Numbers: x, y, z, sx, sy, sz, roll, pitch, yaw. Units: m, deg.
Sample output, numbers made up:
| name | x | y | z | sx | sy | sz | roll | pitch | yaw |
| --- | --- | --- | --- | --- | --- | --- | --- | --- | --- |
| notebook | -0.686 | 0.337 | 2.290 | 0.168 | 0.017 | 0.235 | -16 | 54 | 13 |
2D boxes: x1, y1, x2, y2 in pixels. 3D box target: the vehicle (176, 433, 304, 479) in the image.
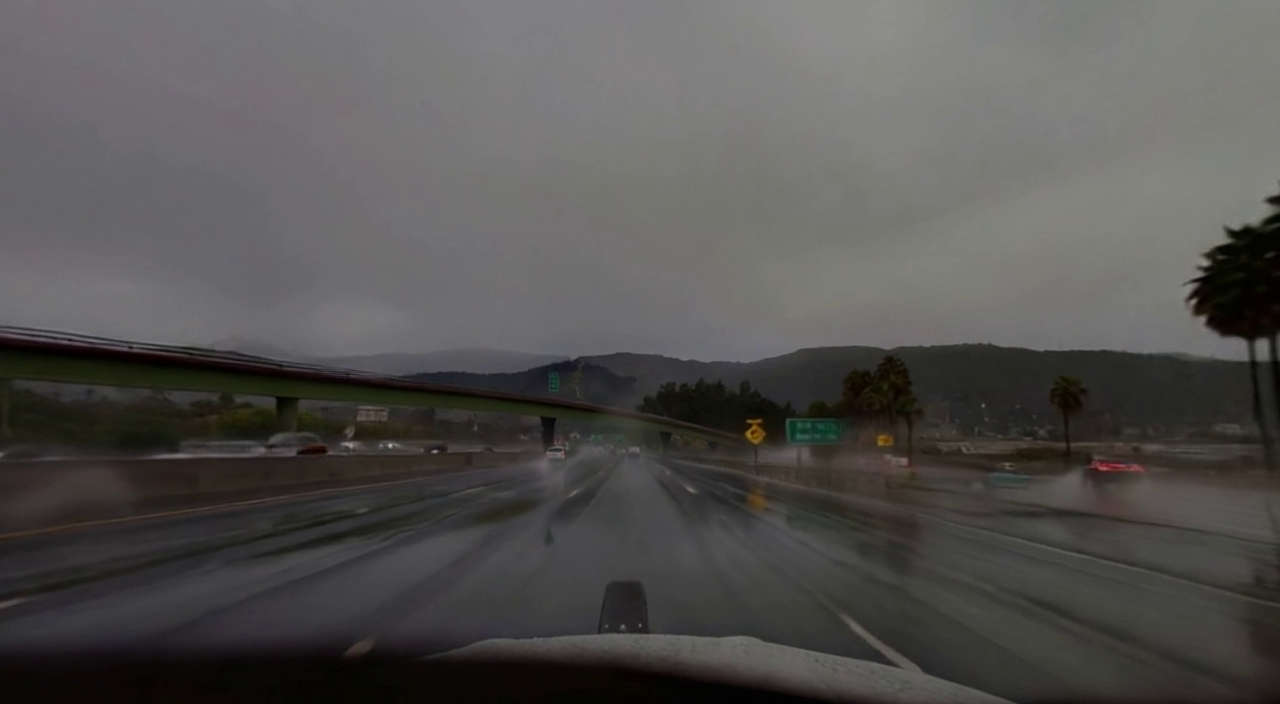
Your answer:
| name | x | y | z | sx | sy | sz | roll | pitch | yaw |
| --- | --- | --- | --- | --- | --- | --- | --- | --- | --- |
| vehicle | -16.454 | 4.322 | 26.213 | 2.102 | 1.727 | 4.927 | 0 | -9 | 0 |

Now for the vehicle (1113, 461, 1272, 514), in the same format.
| name | x | y | z | sx | sy | sz | roll | pitch | yaw |
| --- | --- | --- | --- | --- | --- | --- | --- | --- | --- |
| vehicle | 21.317 | 5.203 | 24.586 | 2.294 | 1.737 | 4.708 | -1 | -9 | 7 |

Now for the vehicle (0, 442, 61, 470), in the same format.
| name | x | y | z | sx | sy | sz | roll | pitch | yaw |
| --- | --- | --- | --- | --- | --- | --- | --- | --- | --- |
| vehicle | -33.759 | 5.501 | 33.299 | 1.807 | 1.451 | 4.798 | 1 | -9 | -5 |
